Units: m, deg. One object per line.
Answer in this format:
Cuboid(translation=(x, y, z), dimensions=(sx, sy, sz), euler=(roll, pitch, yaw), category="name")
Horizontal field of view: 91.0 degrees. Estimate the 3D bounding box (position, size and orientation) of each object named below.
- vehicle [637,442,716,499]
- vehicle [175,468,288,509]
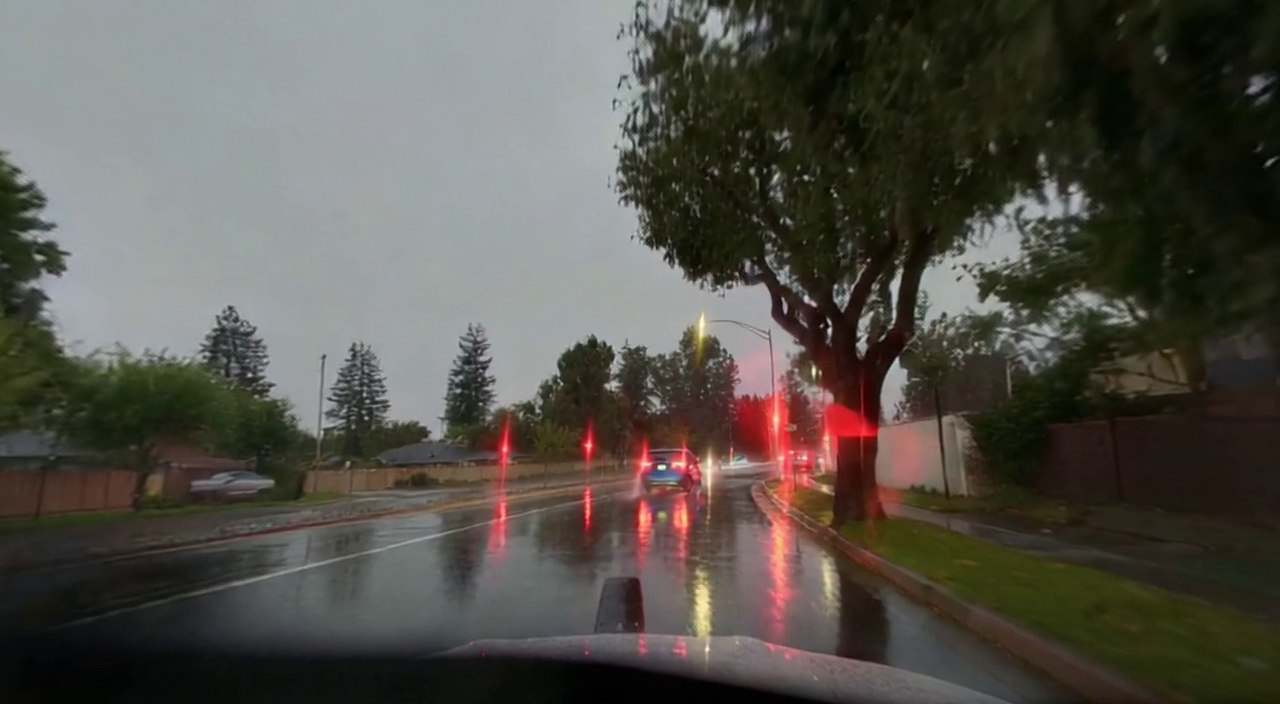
Cuboid(translation=(1.492, 4.366, 23.717), dimensions=(2.059, 1.908, 4.714), euler=(-3, -9, 15), category="vehicle")
Cuboid(translation=(-22.769, 7.605, 35.432), dimensions=(2.332, 1.896, 5.688), euler=(-1, -9, 3), category="vehicle")
